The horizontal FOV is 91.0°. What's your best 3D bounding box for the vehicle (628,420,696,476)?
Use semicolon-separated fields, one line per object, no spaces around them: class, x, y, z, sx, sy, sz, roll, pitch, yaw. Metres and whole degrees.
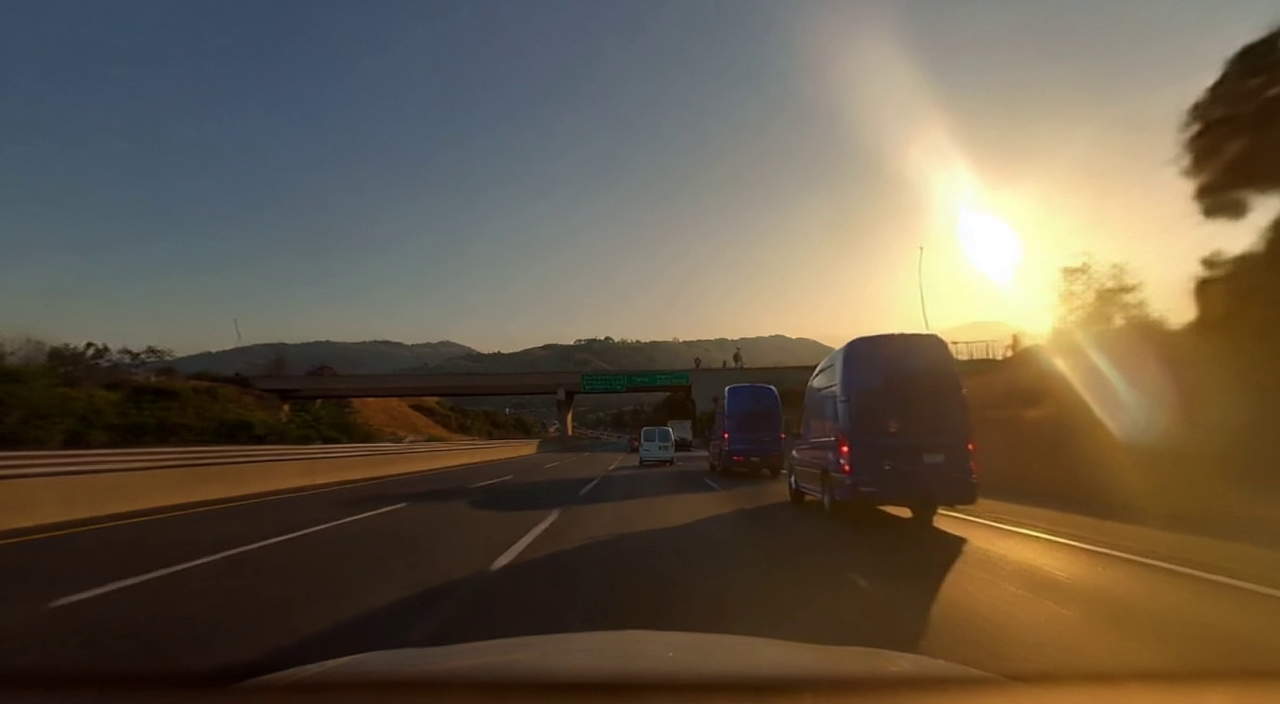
vehicle;0.837;3.789;25.041;2.469;2.027;4.554;0;-8;1

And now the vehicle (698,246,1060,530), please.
vehicle;4.238;1.652;17.697;3.892;4.216;16.830;0;-8;1
